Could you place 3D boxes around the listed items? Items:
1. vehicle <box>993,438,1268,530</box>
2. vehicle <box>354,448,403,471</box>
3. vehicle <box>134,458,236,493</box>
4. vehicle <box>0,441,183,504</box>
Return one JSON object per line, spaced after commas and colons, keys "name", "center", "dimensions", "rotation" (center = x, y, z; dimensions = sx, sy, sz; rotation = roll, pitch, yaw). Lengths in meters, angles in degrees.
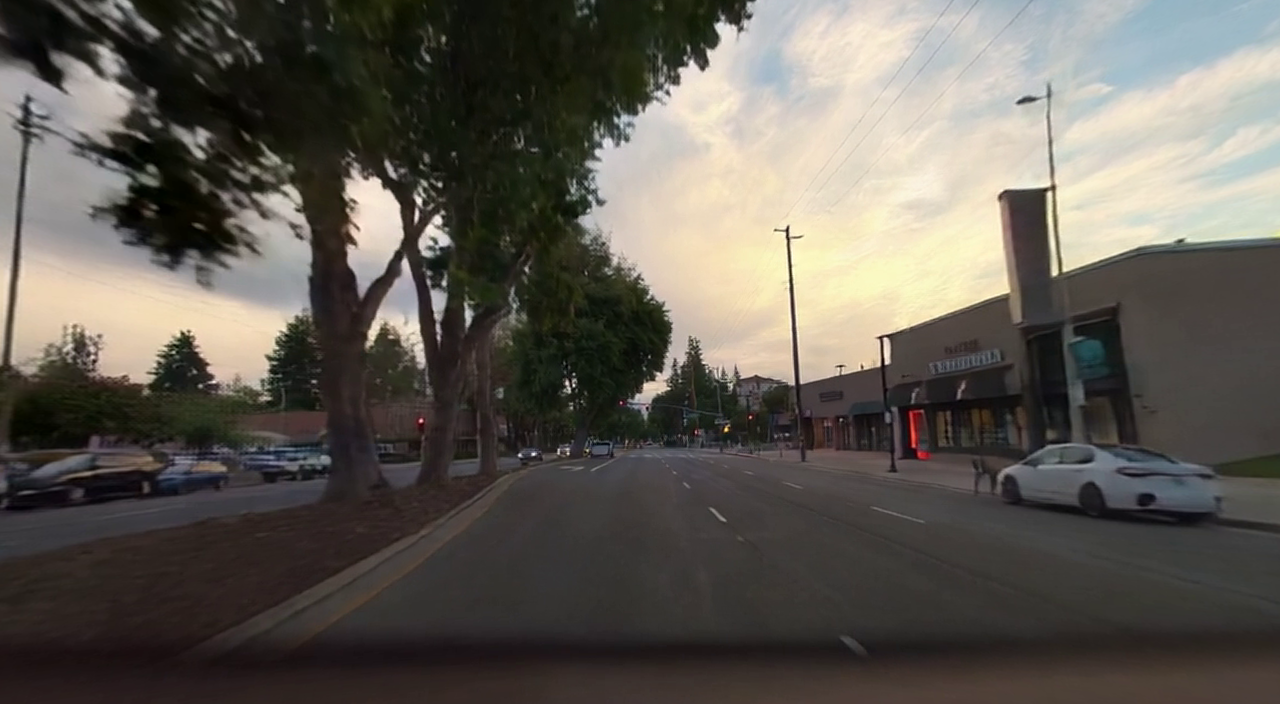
{"name": "vehicle", "center": [9.754, 2.623, 13.236], "dimensions": [1.919, 1.546, 4.730], "rotation": [0, -9, -1]}
{"name": "vehicle", "center": [-19.345, 7.934, 46.926], "dimensions": [1.851, 1.584, 4.035], "rotation": [0, -9, 0]}
{"name": "vehicle", "center": [-19.454, 5.288, 27.198], "dimensions": [1.928, 1.336, 3.353], "rotation": [0, -9, -1]}
{"name": "vehicle", "center": [-19.466, 4.190, 22.561], "dimensions": [2.085, 1.957, 5.548], "rotation": [0, -9, 0]}
